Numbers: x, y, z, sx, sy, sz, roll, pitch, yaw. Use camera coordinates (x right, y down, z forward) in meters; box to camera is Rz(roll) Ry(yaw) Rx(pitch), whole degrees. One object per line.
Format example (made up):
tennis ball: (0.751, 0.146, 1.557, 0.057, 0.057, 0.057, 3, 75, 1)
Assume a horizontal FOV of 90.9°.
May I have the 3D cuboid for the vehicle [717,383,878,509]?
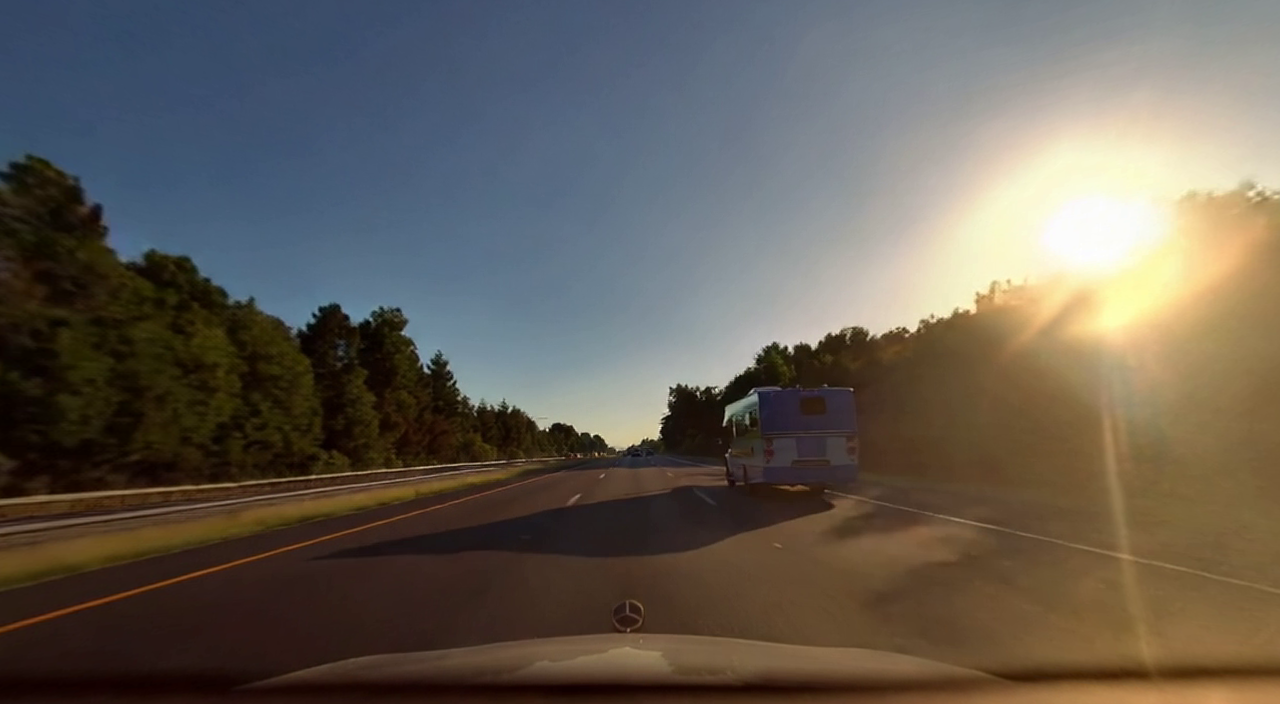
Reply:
vehicle: (3.869, 2.545, 17.133, 2.556, 2.763, 6.287, 0, -9, -2)
